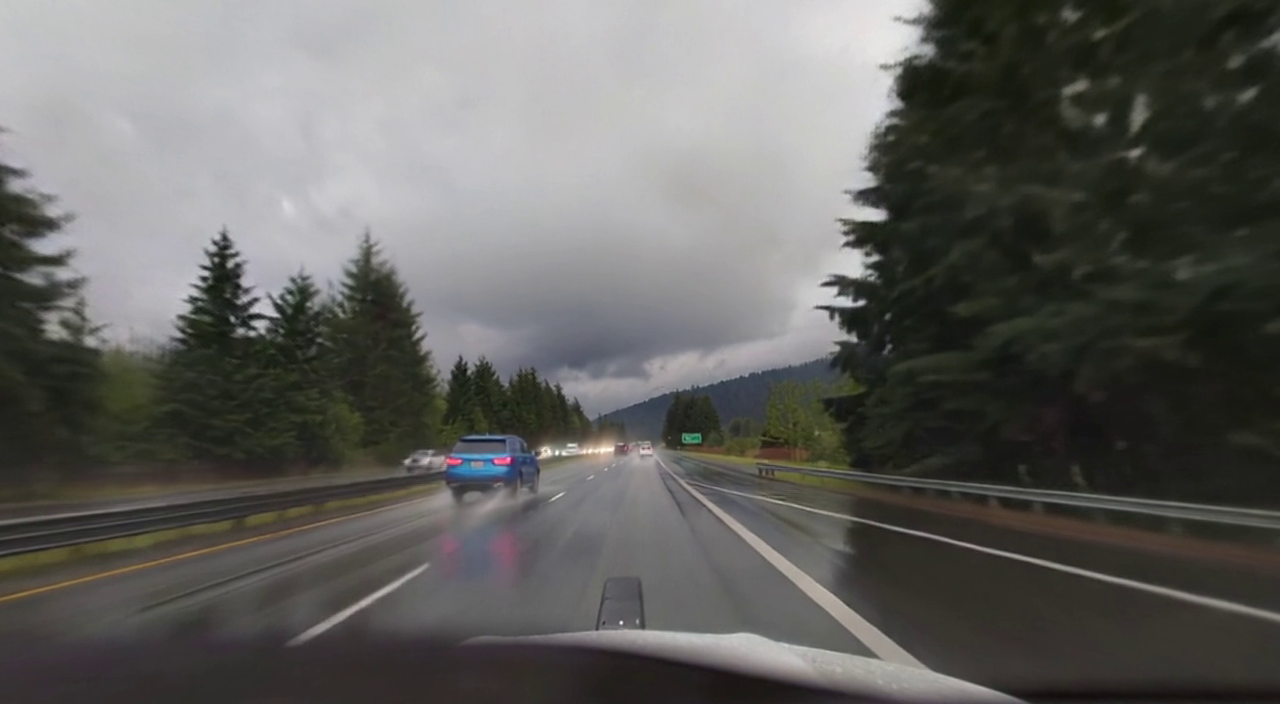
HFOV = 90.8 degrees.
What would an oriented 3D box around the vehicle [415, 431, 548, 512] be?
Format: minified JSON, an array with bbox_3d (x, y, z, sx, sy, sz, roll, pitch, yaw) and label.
[{"bbox_3d":[-3.728,2.914,15.883,2.110,1.727,4.607,0,-9,0],"label":"vehicle"}]
